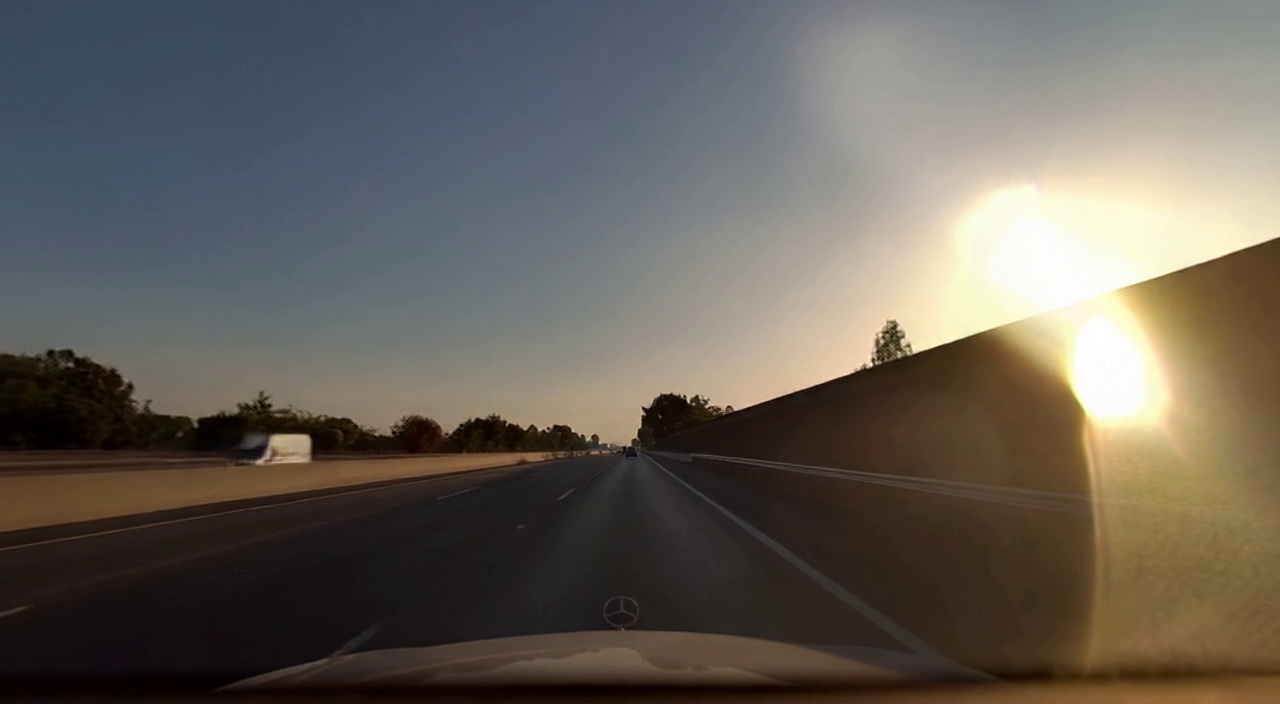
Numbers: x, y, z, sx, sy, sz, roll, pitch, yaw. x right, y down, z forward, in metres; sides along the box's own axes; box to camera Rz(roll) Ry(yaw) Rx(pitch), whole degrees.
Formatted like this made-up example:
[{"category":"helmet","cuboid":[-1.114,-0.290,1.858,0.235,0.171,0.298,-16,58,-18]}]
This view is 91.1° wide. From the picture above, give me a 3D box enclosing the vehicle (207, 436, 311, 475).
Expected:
[{"category":"vehicle","cuboid":[-23.616,6.462,39.410,2.725,2.181,5.997,0,-9,0]}]
